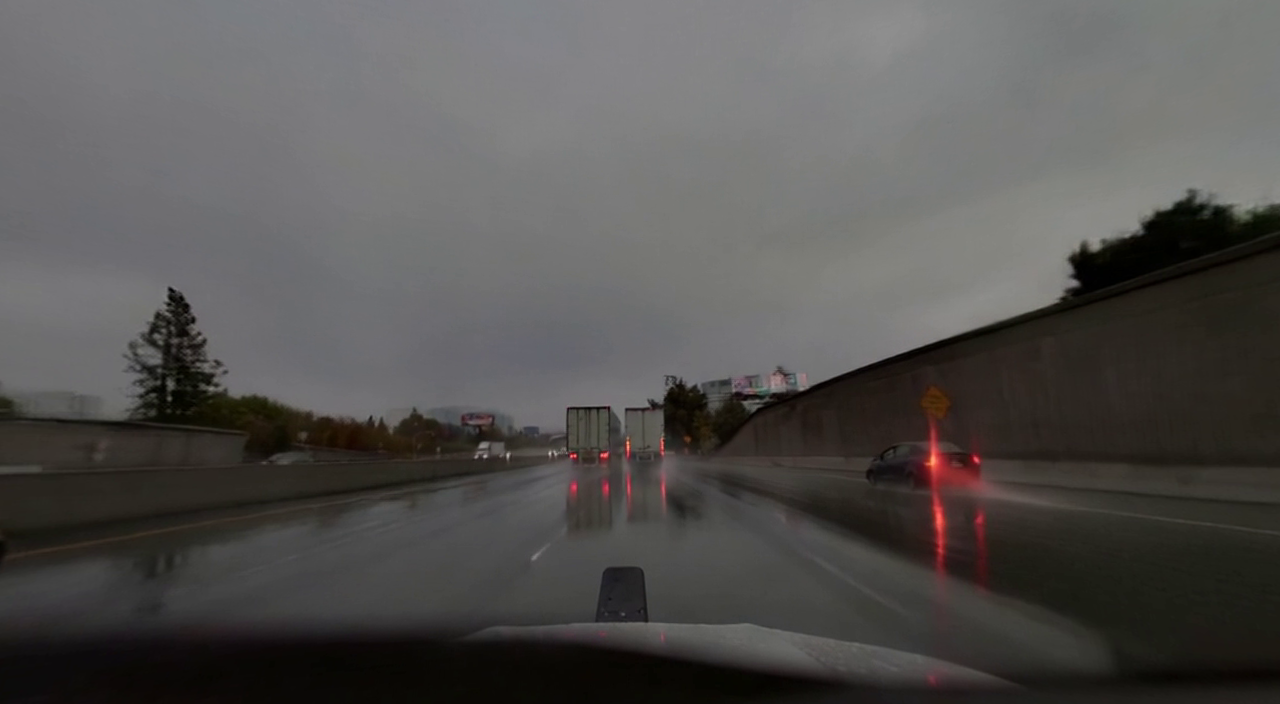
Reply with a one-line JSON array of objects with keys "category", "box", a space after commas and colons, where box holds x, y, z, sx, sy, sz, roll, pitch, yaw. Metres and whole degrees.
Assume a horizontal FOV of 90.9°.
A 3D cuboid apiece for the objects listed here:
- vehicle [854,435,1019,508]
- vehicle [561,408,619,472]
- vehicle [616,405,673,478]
[{"category": "vehicle", "box": [7.239, 2.944, 16.032, 1.969, 1.560, 4.394, 0, -8, -1]}, {"category": "vehicle", "box": [-3.282, 6.260, 44.637, 2.962, 3.947, 11.574, 0, -8, 1]}, {"category": "vehicle", "box": [0.226, 5.494, 40.407, 3.054, 3.944, 11.230, -1, -6, 0]}]
